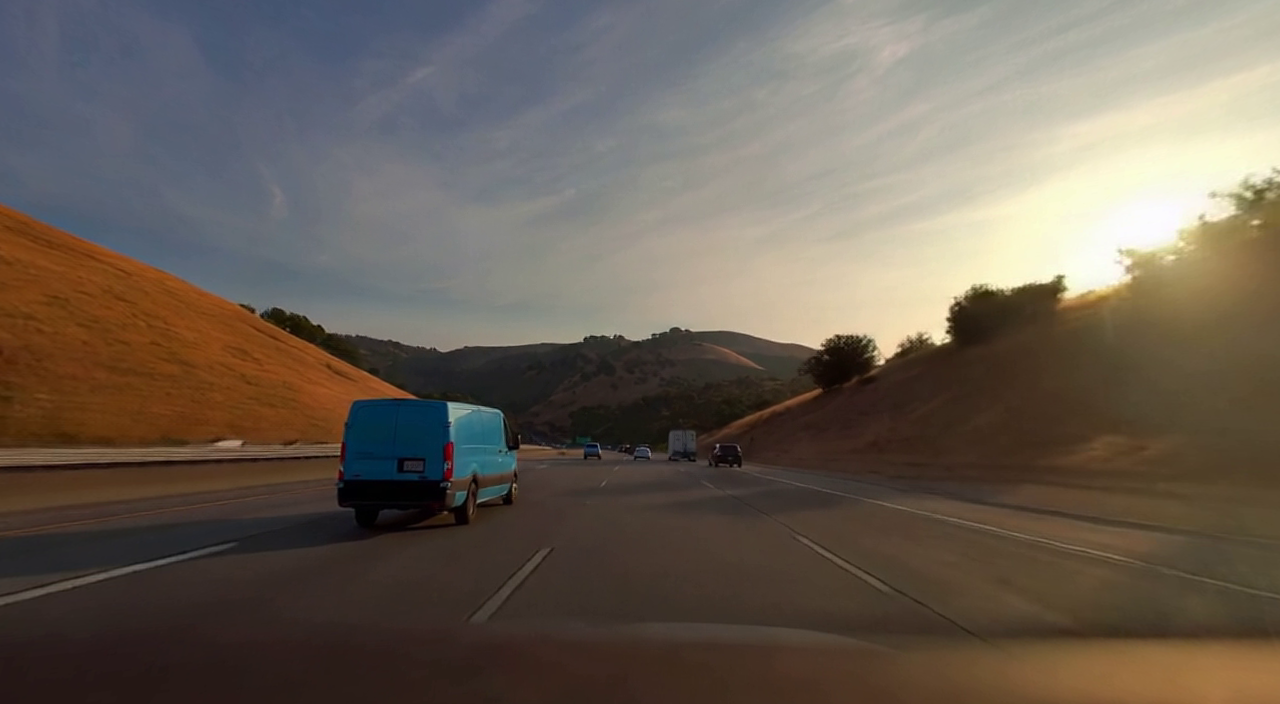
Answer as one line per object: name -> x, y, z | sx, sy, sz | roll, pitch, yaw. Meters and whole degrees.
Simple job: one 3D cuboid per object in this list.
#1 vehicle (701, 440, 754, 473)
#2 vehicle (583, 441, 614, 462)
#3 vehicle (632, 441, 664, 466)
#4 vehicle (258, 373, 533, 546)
vehicle -> 4.442, 5.392, 32.612 | 2.051, 1.598, 4.145 | 0, -9, -1
vehicle -> -3.143, 7.669, 48.567 | 2.138, 1.581, 4.340 | 0, -9, 0
vehicle -> 0.517, 6.805, 42.217 | 2.014, 1.543, 3.804 | 0, -9, 0
vehicle -> -3.637, 1.821, 11.065 | 2.421, 2.203, 5.775 | 0, -9, 1
